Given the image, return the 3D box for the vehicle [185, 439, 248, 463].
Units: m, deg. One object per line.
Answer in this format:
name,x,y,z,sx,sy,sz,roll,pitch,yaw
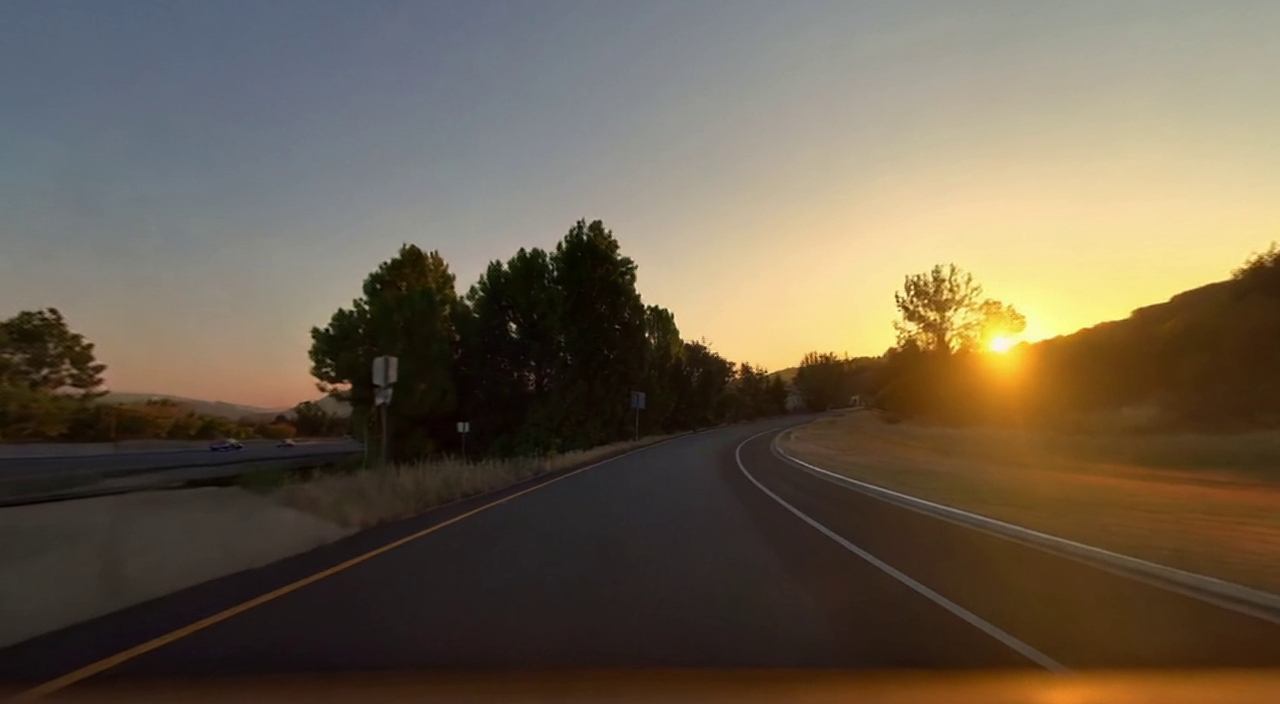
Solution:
vehicle,-27.681,6.438,41.274,1.895,1.451,4.168,1,-8,-11
